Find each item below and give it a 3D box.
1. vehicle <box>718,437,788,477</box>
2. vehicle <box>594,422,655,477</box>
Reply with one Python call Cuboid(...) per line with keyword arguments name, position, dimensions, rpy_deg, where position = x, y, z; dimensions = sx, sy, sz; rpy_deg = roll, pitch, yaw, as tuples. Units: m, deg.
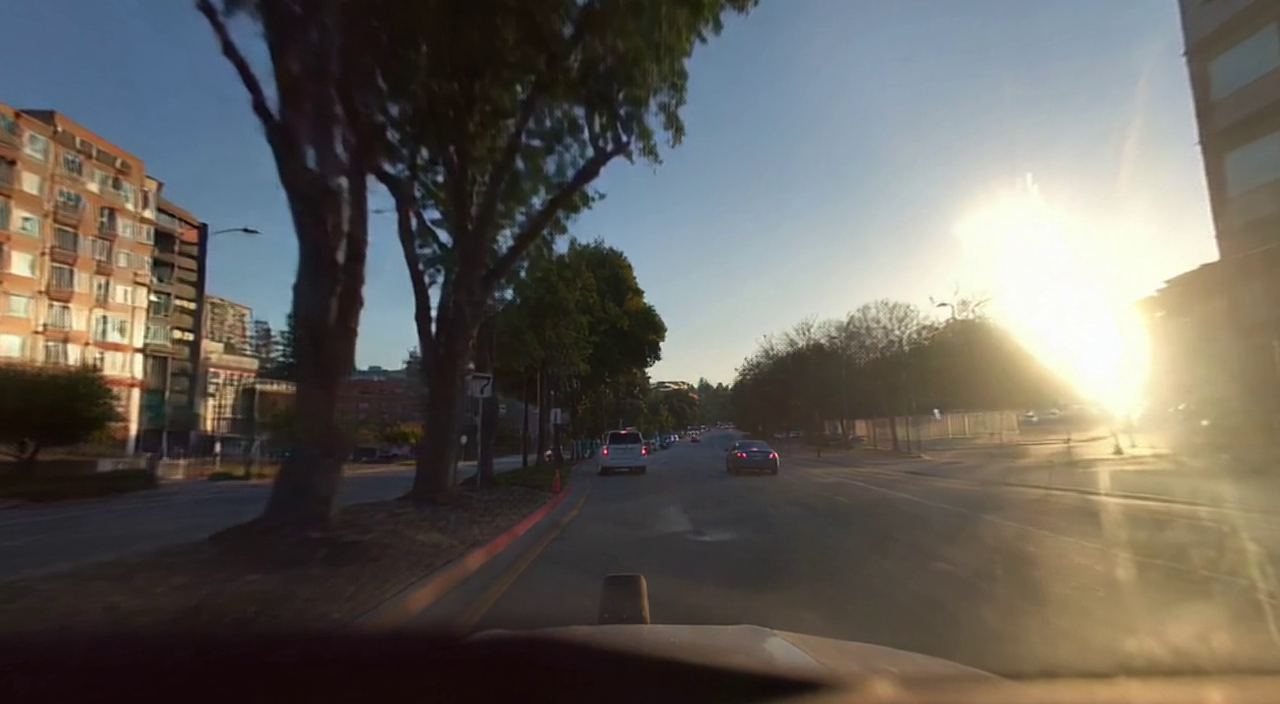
Cuboid(name="vehicle", position=(4.525, 4.293, 25.944), dimensions=(2.075, 1.486, 4.316), rpy_deg=(0, -8, 0))
Cuboid(name="vehicle", position=(-0.783, 4.234, 27.500), dimensions=(2.396, 2.143, 4.824), rpy_deg=(0, -8, -4))
